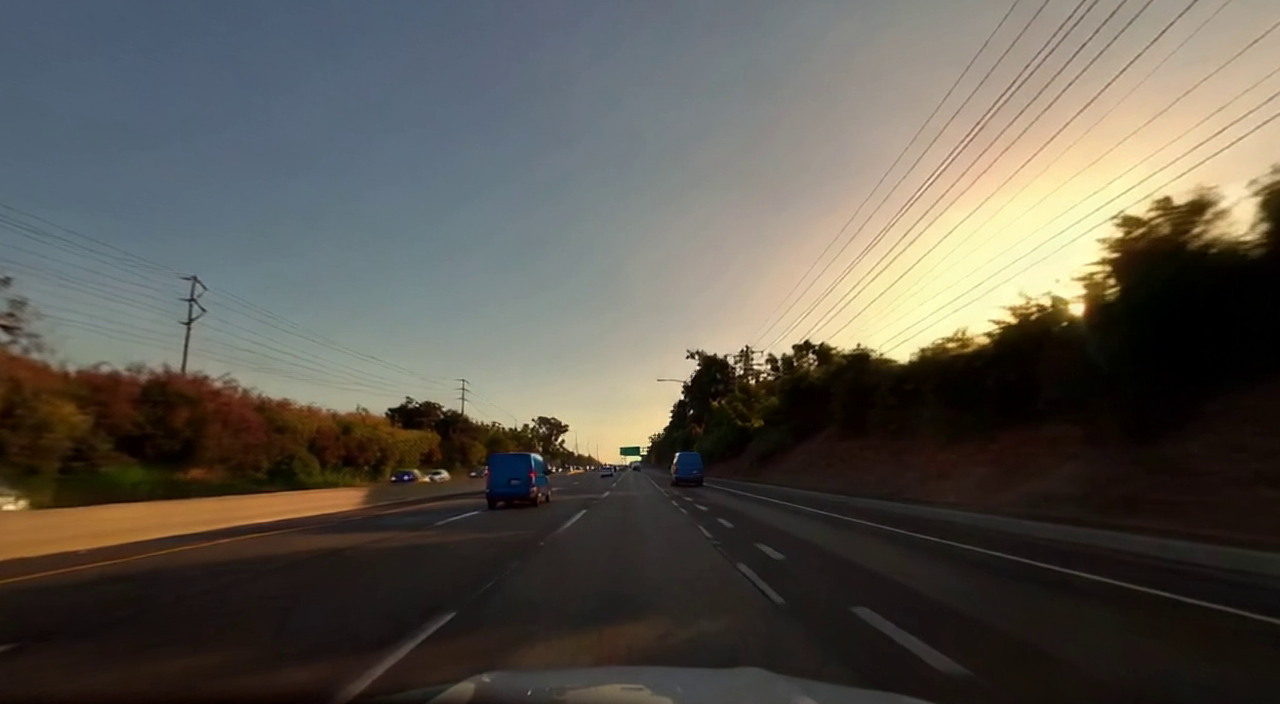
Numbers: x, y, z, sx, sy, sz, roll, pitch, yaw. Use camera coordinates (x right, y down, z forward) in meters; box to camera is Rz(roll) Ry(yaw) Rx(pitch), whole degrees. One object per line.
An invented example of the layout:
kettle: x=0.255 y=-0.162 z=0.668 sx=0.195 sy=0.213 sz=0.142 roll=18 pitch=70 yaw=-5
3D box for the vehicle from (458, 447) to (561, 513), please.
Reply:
vehicle: x=-3.845 y=3.928 z=19.580 sx=2.153 sy=1.756 sz=4.730 roll=1 pitch=-10 yaw=0
